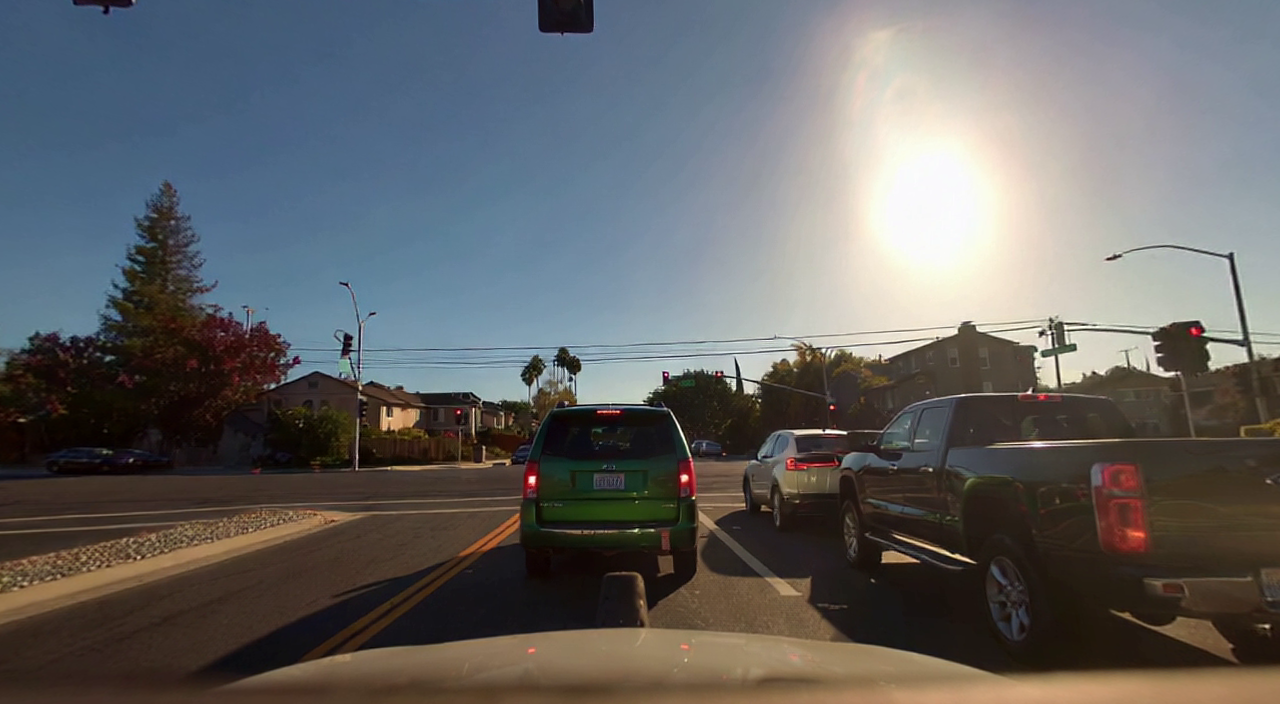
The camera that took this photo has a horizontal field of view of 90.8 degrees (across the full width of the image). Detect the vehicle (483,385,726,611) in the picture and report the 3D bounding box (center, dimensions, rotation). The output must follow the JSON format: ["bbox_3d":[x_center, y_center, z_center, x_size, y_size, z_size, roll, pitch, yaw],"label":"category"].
[{"bbox_3d":[-0.251,1.405,6.785,1.915,1.780,3.379,0,-8,1],"label":"vehicle"}]

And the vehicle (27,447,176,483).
[{"bbox_3d":[-22.915,4.789,27.063,4.533,1.350,1.714,0,-8,-9],"label":"vehicle"}]

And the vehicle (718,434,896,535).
[{"bbox_3d":[2.725,2.266,11.527,1.952,1.465,4.421,0,-8,-1],"label":"vehicle"}]

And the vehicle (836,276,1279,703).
[{"bbox_3d":[2.977,0.948,3.809,1.886,1.849,5.070,0,-8,-1],"label":"vehicle"}]
